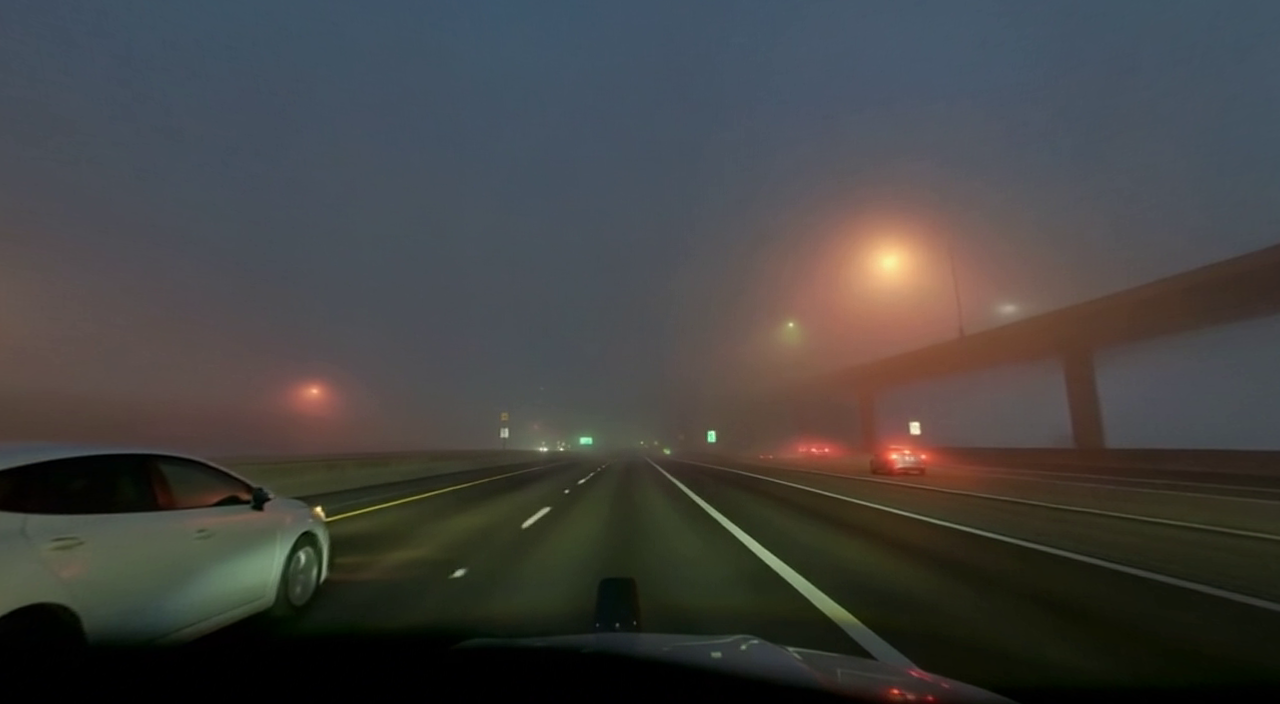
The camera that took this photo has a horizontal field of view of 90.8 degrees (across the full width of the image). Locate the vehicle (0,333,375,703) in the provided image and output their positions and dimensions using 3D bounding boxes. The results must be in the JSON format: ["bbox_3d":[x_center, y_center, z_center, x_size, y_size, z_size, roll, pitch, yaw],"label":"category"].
[{"bbox_3d":[-3.385,0.947,3.267,2.178,1.699,4.321,0,-8,-1],"label":"vehicle"}]
